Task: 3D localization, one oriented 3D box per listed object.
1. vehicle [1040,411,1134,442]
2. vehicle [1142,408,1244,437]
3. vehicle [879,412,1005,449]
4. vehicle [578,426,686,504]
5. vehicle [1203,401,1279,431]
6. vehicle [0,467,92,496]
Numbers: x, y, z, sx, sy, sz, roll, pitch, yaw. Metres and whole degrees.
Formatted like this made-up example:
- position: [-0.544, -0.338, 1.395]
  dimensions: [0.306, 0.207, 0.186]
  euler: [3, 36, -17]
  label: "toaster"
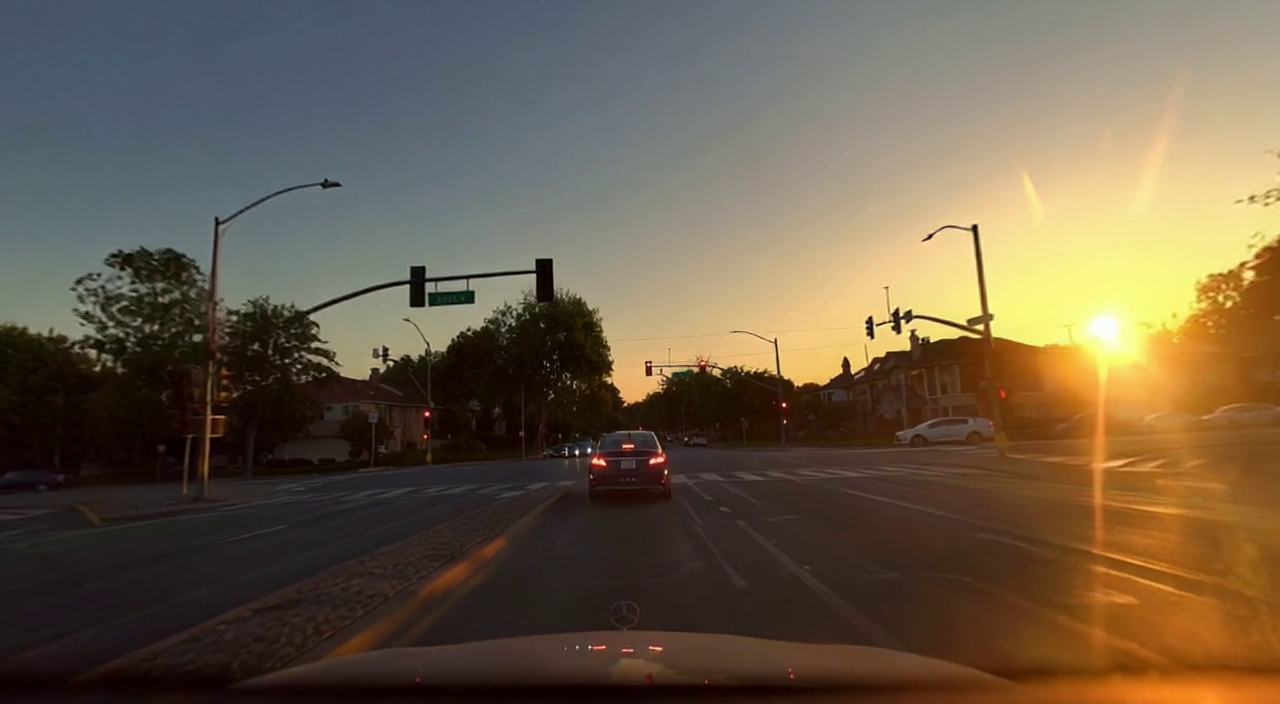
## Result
- position: [28.646, 4.839, 40.554]
  dimensions: [4.557, 1.899, 1.996]
  euler: [1, -8, -5]
  label: "vehicle"
- position: [35.905, 4.589, 41.085]
  dimensions: [4.735, 1.784, 2.094]
  euler: [1, -7, -3]
  label: "vehicle"
- position: [17.842, 4.655, 37.561]
  dimensions: [6.025, 2.000, 2.876]
  euler: [1, -7, -2]
  label: "vehicle"
- position: [-0.031, 2.619, 15.041]
  dimensions: [2.074, 1.570, 3.647]
  euler: [0, -8, 7]
  label: "vehicle"
- position: [47.023, 4.991, 48.894]
  dimensions: [4.484, 2.196, 2.468]
  euler: [1, -7, -3]
  label: "vehicle"
- position: [-39.996, 8.575, 41.907]
  dimensions: [5.009, 1.739, 2.092]
  euler: [1, -8, -6]
  label: "vehicle"
